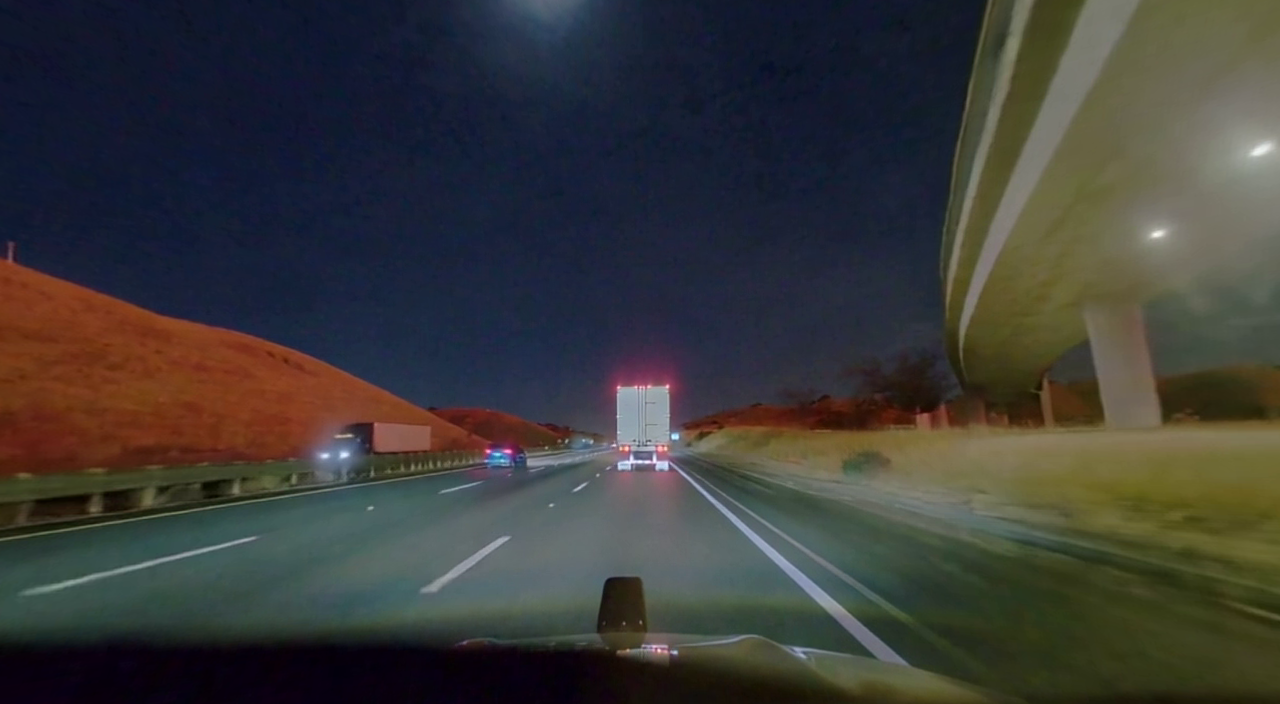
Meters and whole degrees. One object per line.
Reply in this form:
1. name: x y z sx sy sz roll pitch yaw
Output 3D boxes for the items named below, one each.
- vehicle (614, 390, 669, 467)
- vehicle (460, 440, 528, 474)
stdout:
1. vehicle: 0.061 4.839 38.810 2.866 4.014 11.261 0 -8 0
2. vehicle: -6.965 5.043 30.585 2.078 1.496 4.563 0 -8 1
